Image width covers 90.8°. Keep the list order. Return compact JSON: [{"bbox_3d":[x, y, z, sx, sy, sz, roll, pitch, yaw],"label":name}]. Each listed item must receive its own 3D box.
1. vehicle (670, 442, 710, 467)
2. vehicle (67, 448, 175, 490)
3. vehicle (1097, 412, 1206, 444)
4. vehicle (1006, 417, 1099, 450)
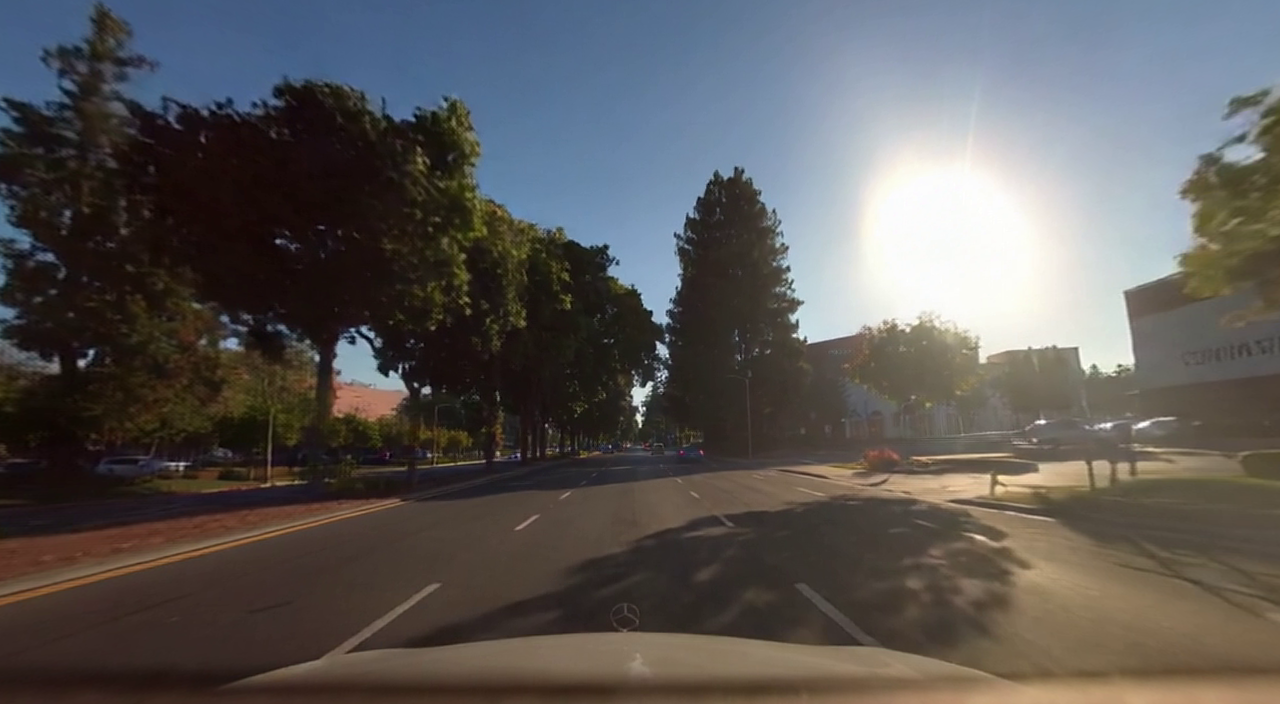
[{"bbox_3d":[3.149,6.586,40.746,2.033,1.482,4.571,0,-8,-2],"label":"vehicle"},{"bbox_3d":[-35.189,7.894,43.144,2.182,2.543,6.006,0,-8,0],"label":"vehicle"},{"bbox_3d":[27.573,4.138,34.289,2.037,1.633,4.447,1,-7,-4],"label":"vehicle"},{"bbox_3d":[21.792,4.382,33.631,1.911,1.604,4.411,0,-8,-1],"label":"vehicle"}]
